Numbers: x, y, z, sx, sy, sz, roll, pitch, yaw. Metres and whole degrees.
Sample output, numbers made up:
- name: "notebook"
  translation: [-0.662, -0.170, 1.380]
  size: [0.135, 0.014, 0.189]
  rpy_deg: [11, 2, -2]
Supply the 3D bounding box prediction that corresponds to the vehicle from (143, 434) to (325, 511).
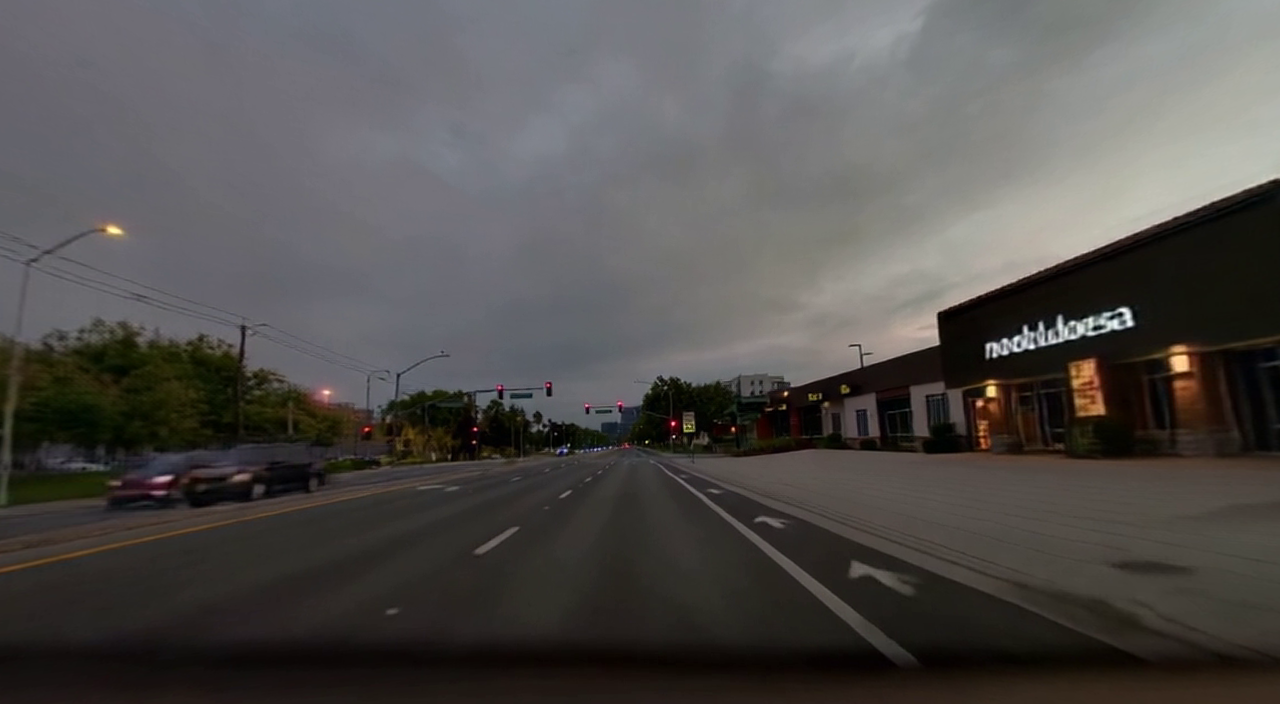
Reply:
- name: "vehicle"
  translation: [-10.269, 3.058, 16.486]
  size: [2.026, 1.577, 4.334]
  rpy_deg: [-4, -9, -2]
